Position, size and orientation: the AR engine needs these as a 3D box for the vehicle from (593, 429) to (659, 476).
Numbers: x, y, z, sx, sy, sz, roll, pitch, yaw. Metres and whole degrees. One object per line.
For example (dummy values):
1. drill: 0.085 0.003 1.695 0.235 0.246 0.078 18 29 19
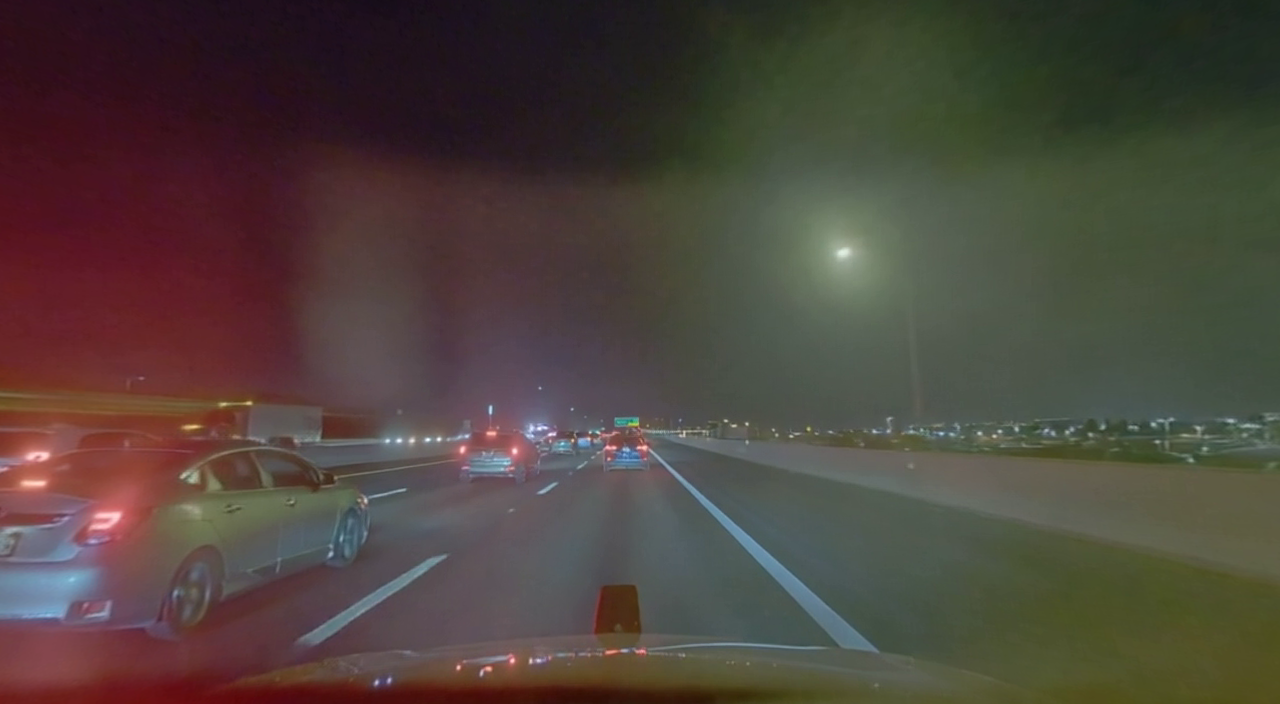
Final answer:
1. vehicle: -0.465 3.442 21.850 2.070 1.452 3.834 0 -8 -1

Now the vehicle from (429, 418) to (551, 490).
1. vehicle: -3.880 2.721 17.219 2.154 1.690 4.595 0 -8 1

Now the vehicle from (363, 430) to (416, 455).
1. vehicle: -19.688 7.148 49.648 2.196 1.833 4.749 0 -8 0

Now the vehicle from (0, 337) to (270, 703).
1. vehicle: -3.781 0.765 2.434 2.107 1.703 4.274 0 -8 -1
